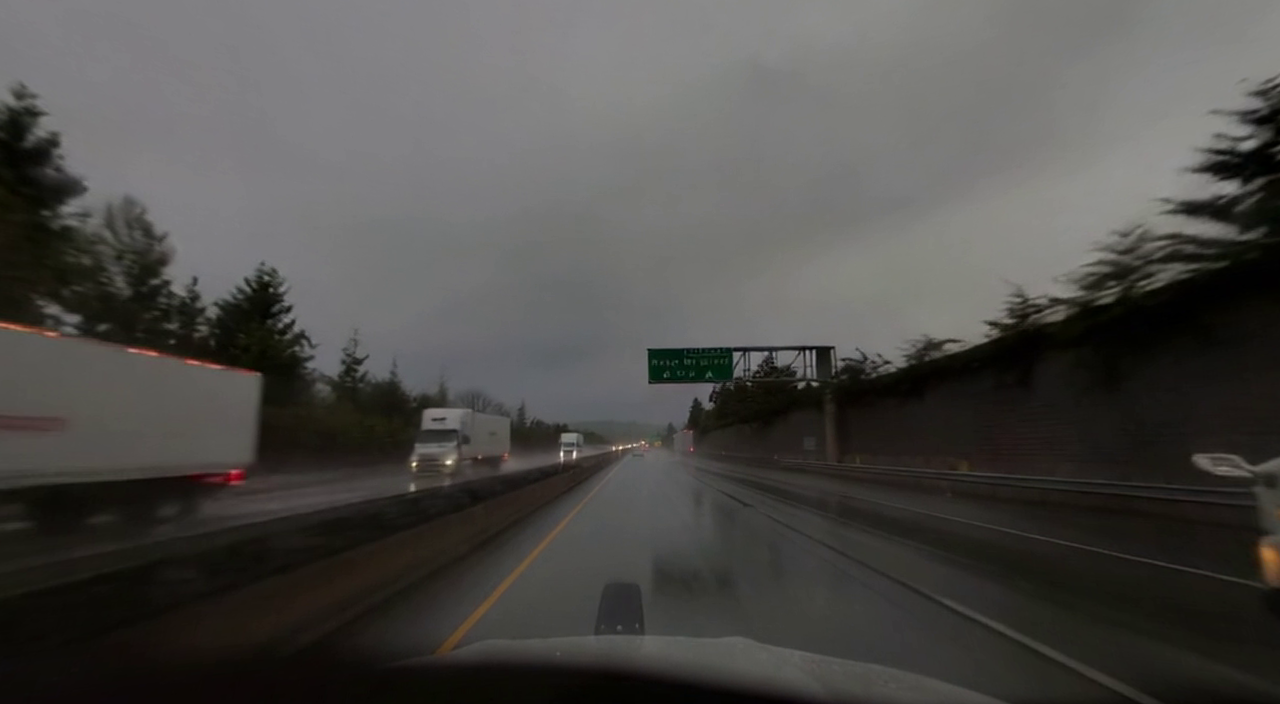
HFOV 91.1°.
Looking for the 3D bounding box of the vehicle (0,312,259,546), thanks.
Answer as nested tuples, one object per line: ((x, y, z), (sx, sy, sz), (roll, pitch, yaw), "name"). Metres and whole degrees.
((-12.791, 1.437, 11.508), (2.885, 4.101, 14.066), (0, -9, 0), "vehicle")

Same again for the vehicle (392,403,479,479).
((-12.680, 5.651, 39.660), (3.294, 4.337, 6.316), (0, -9, 0), "vehicle")
